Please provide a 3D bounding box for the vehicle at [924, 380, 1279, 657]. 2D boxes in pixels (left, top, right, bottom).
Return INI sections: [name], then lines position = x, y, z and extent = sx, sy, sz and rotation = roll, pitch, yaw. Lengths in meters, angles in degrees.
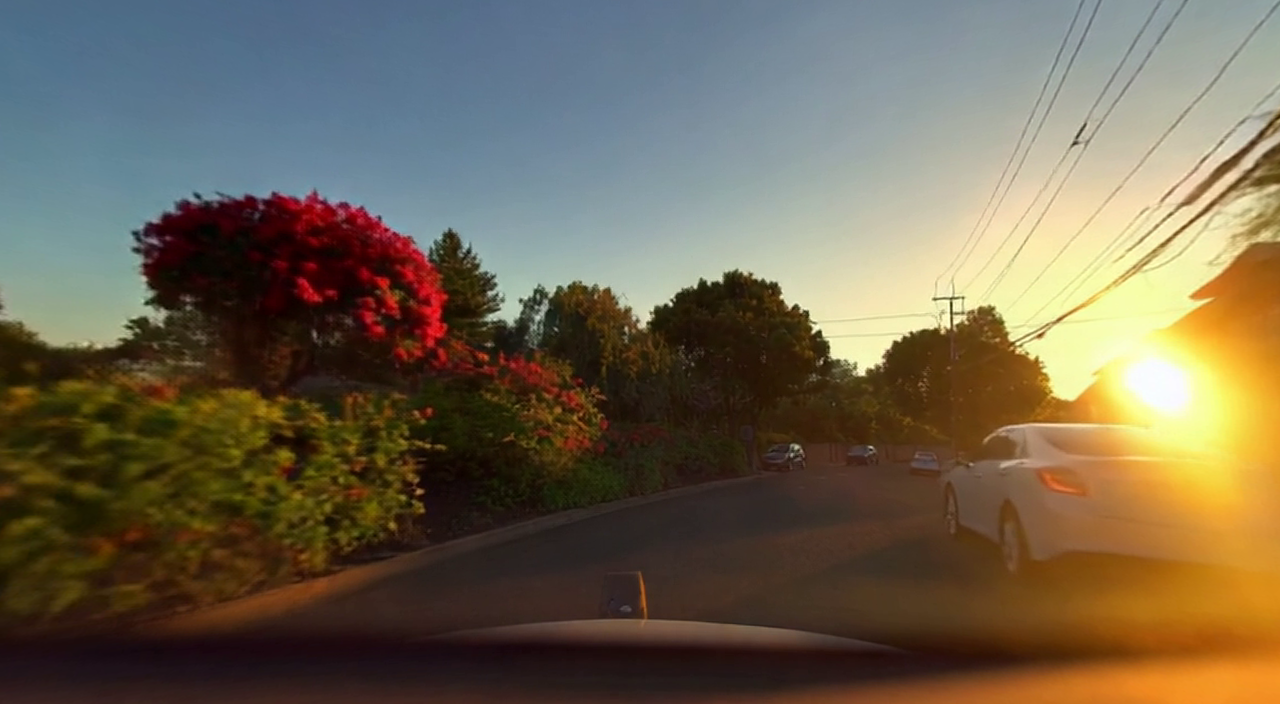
[vehicle]
position = 4.974, 1.570, 7.182
extent = 2.311, 1.909, 5.570
rotation = -2, -9, 16
